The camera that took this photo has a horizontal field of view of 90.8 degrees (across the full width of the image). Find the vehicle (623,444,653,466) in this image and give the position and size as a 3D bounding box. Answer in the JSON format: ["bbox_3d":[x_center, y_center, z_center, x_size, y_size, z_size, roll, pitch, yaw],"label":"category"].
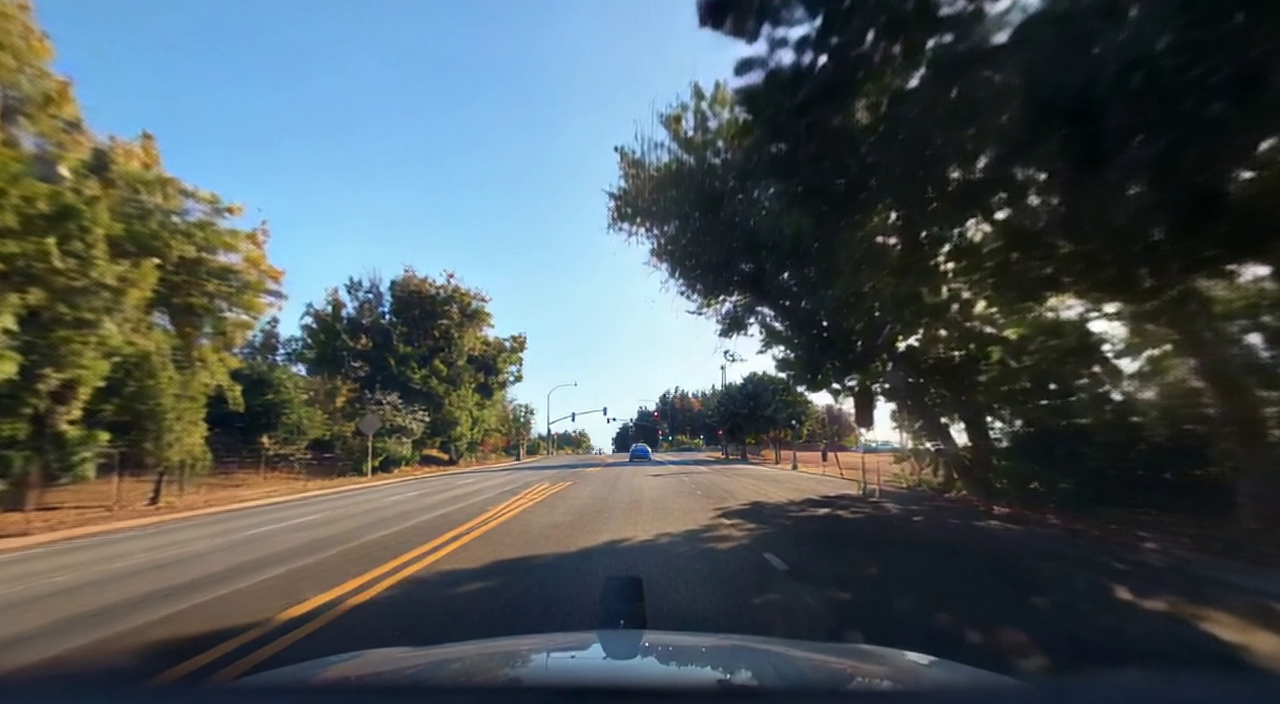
[{"bbox_3d":[-0.113,7.282,44.669,2.042,1.489,3.963,0,-9,1],"label":"vehicle"}]
